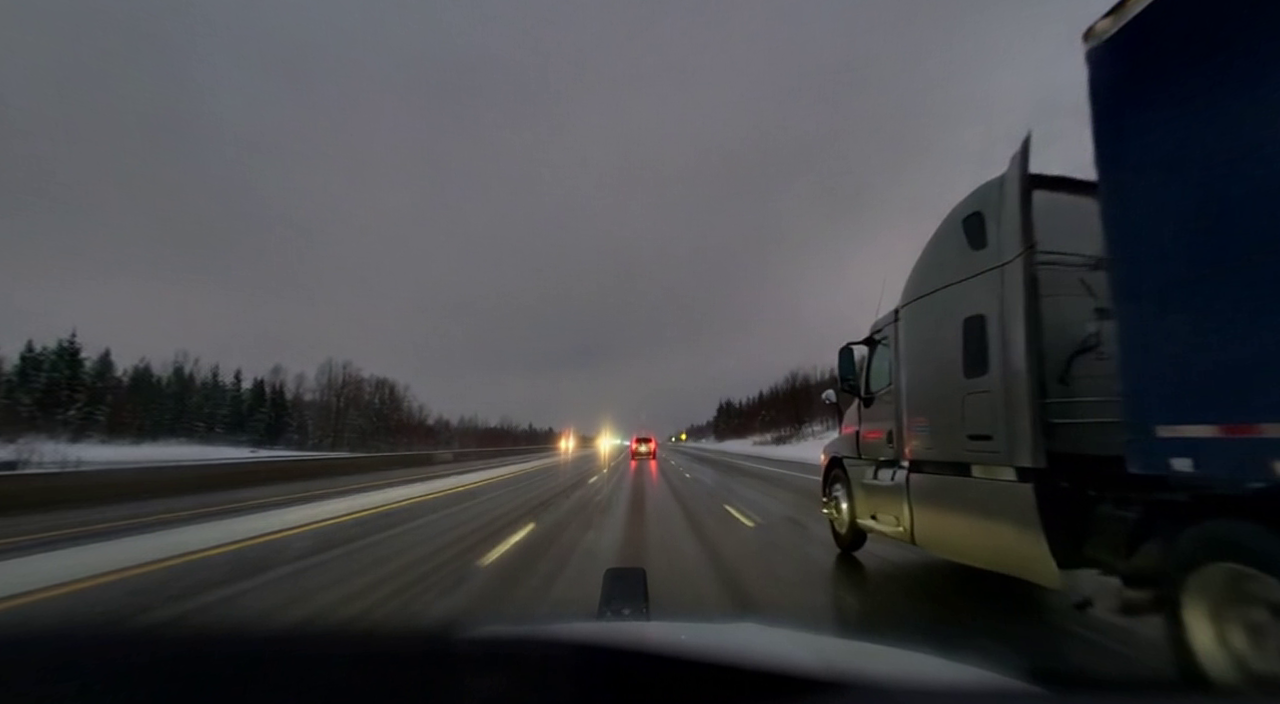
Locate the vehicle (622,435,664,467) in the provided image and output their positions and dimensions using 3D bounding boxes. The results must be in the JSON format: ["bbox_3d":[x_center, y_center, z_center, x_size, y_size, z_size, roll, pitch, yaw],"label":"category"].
[{"bbox_3d":[0.163,5.345,34.207,2.111,1.635,4.177,0,-8,0],"label":"vehicle"}]
